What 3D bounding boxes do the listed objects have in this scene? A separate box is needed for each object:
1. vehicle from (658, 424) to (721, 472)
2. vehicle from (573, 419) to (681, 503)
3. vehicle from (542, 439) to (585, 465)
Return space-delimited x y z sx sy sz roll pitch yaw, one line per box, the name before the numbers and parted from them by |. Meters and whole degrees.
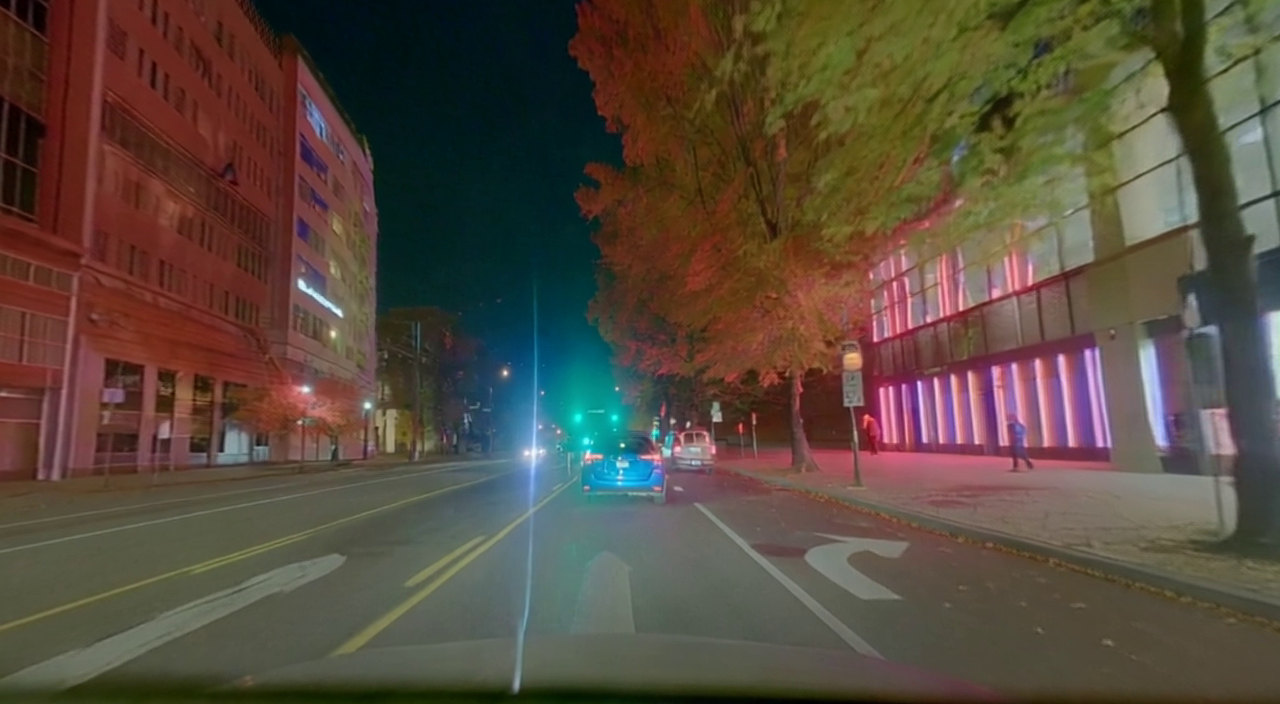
vehicle | 2.127 4.311 28.440 2.147 1.968 4.478 1 -8 -5
vehicle | -0.325 2.569 15.290 2.274 1.736 4.083 0 -8 -2
vehicle | -4.461 5.901 37.395 2.096 1.415 4.515 0 -8 -1
